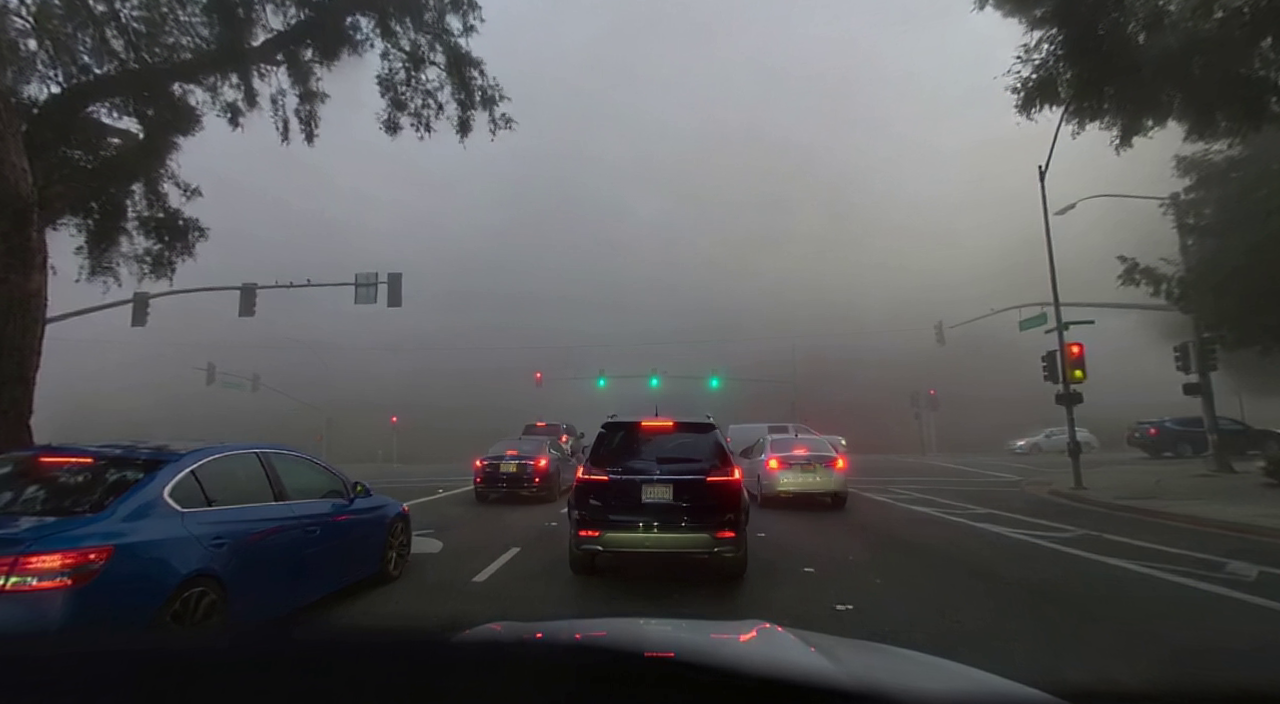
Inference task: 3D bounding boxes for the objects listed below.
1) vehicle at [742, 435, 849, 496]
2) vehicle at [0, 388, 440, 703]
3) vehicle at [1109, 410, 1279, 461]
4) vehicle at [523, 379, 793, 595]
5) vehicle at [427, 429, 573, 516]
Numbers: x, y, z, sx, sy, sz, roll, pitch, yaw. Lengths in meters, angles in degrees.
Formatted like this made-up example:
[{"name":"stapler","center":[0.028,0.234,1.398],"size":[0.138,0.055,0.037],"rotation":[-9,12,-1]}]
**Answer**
[{"name":"vehicle","center":[4.099,3.056,17.343],"size":[1.979,1.453,4.011],"rotation":[0,-8,1]},{"name":"vehicle","center":[-3.216,1.206,4.477],"size":[1.958,1.494,4.624],"rotation":[0,-8,2]},{"name":"vehicle","center":[24.669,3.737,28.013],"size":[5.539,2.007,2.154],"rotation":[-3,-9,7]},{"name":"vehicle","center":[0.205,1.466,7.641],"size":[2.300,1.832,4.331],"rotation":[0,-8,1]},{"name":"vehicle","center":[-2.677,2.407,13.087],"size":[1.851,1.502,4.042],"rotation":[0,-8,4]}]
